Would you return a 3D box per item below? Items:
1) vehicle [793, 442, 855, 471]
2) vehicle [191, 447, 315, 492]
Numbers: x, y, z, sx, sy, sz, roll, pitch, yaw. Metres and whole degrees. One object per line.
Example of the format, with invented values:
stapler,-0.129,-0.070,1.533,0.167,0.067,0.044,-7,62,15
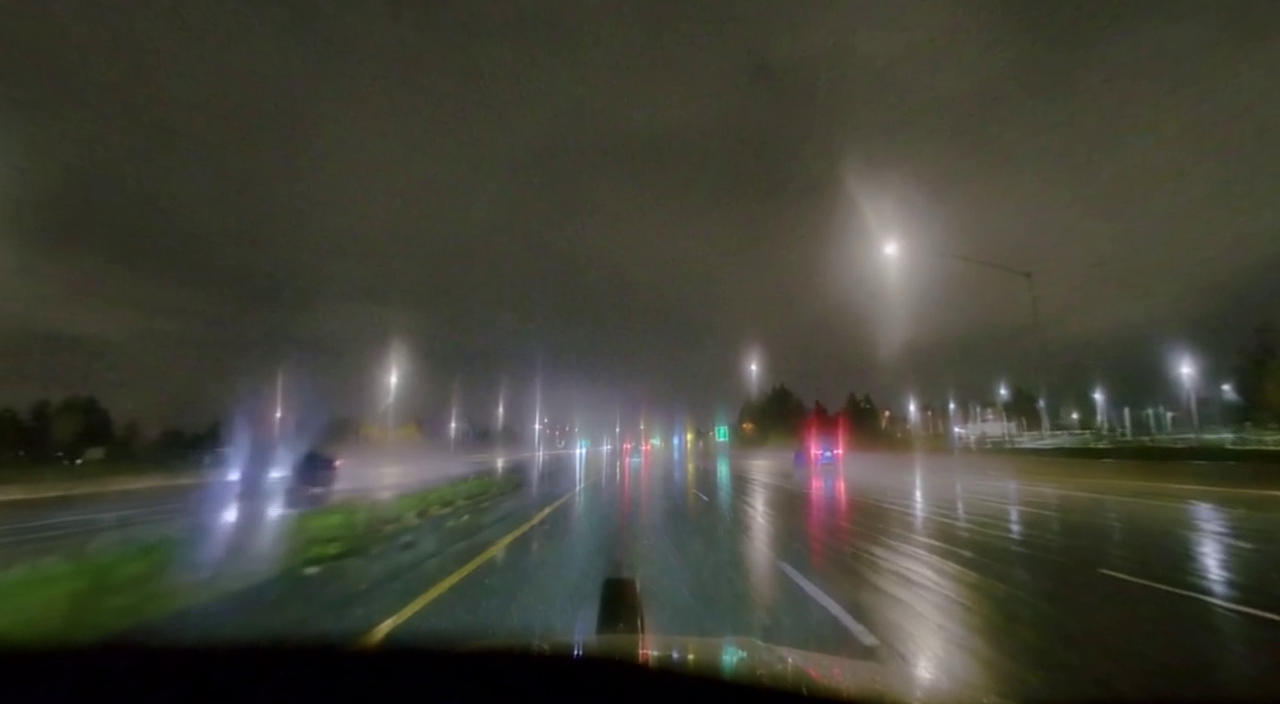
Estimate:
vehicle,10.637,6.070,36.954,2.024,1.481,4.747,1,-8,-2
vehicle,-13.969,4.219,23.135,1.981,1.425,4.147,1,-8,-1
